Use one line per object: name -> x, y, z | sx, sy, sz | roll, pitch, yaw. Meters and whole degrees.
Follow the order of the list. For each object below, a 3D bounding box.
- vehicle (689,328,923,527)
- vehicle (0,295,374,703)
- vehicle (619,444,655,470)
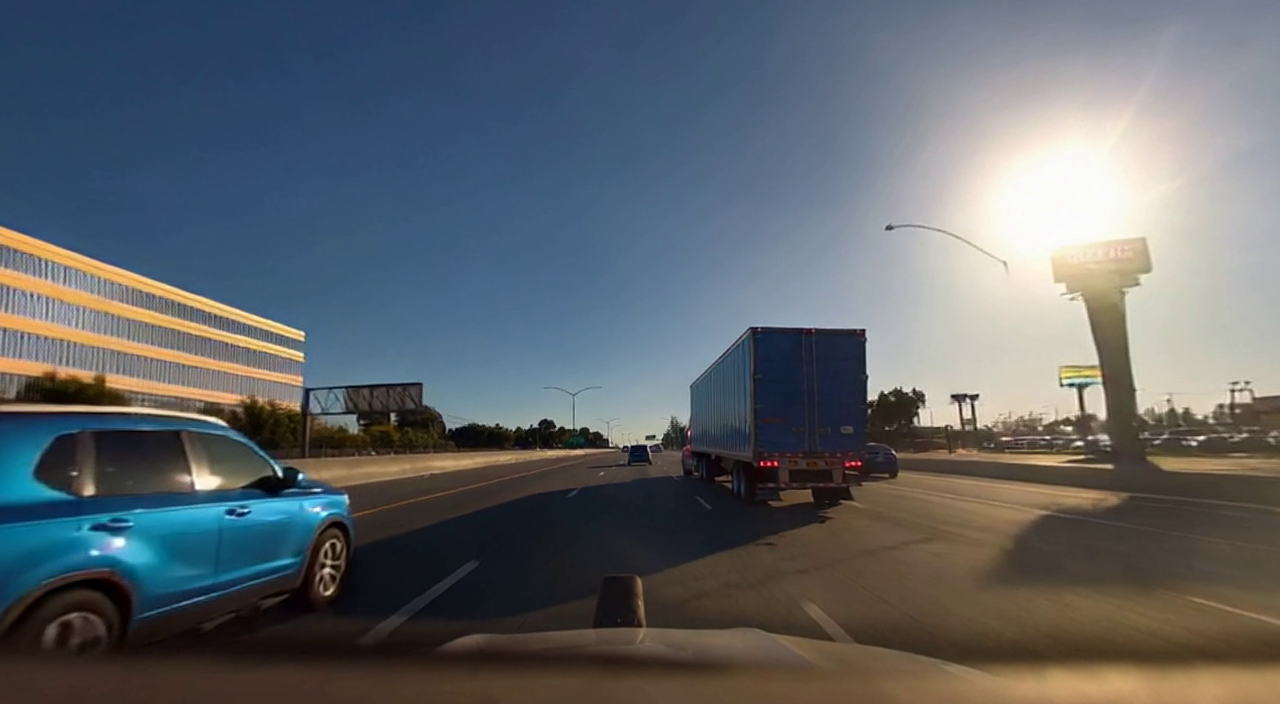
vehicle -> 3.177, 2.046, 16.099 | 2.934, 3.325, 10.986 | 0, -8, 0
vehicle -> -3.388, 0.820, 2.948 | 2.229, 1.806, 4.698 | 0, -8, 0
vehicle -> -0.163, 5.951, 36.022 | 1.929, 1.395, 3.999 | 0, -8, 0
